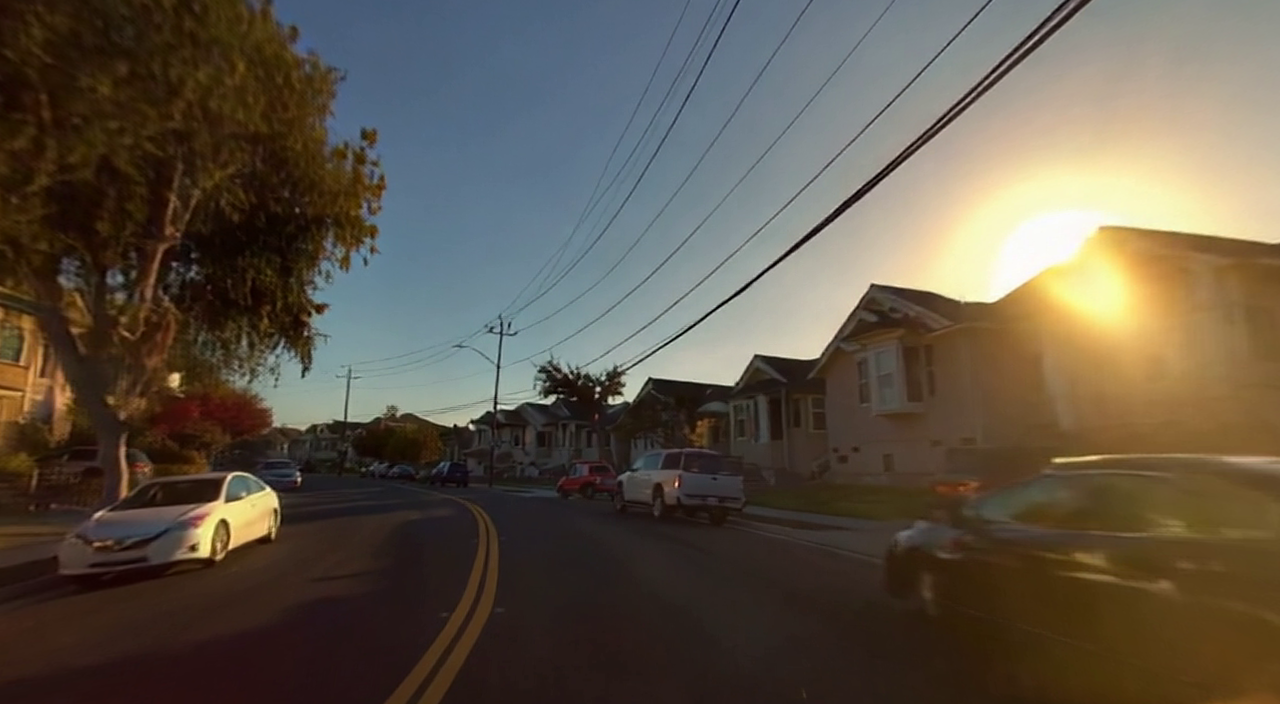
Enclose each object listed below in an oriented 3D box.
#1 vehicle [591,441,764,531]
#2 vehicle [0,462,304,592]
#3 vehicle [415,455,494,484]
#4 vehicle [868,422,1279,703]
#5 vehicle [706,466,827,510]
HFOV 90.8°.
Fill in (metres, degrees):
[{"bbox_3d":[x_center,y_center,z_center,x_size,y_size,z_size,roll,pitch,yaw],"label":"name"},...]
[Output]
[{"bbox_3d":[0.721,3.409,16.737,2.449,1.869,5.504,7,-11,-19],"label":"vehicle"},{"bbox_3d":[-7.392,2.585,10.252,2.197,1.462,4.524,2,-9,-12],"label":"vehicle"},{"bbox_3d":[-14.511,9.266,49.670,5.523,2.018,2.216,10,-19,-43],"label":"vehicle"},{"bbox_3d":[3.307,1.232,3.653,1.923,1.531,4.568,1,-9,-5],"label":"vehicle"},{"bbox_3d":[4.964,5.266,24.759,4.351,1.424,1.994,4,-10,-28],"label":"vehicle"}]
